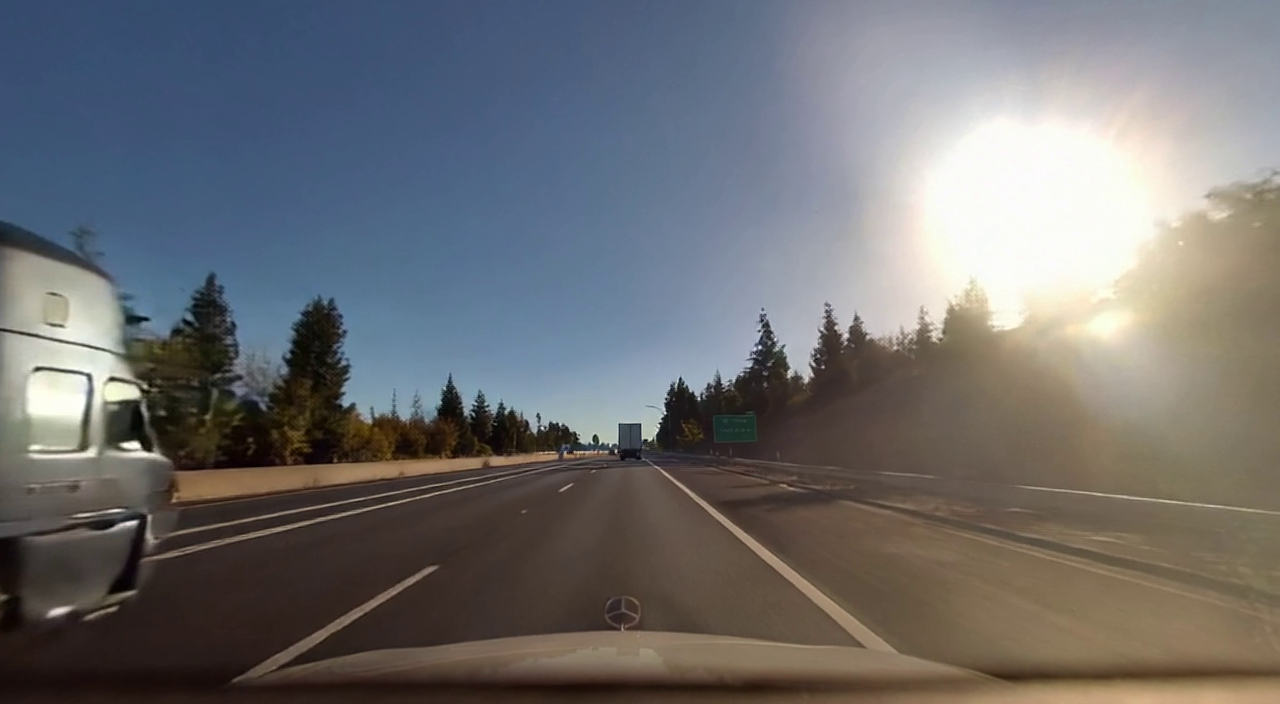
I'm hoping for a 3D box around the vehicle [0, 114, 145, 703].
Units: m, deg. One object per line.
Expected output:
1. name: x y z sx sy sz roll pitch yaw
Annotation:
1. vehicle: -4.204 -0.086 0.514 2.368 2.813 6.329 0 -9 0
